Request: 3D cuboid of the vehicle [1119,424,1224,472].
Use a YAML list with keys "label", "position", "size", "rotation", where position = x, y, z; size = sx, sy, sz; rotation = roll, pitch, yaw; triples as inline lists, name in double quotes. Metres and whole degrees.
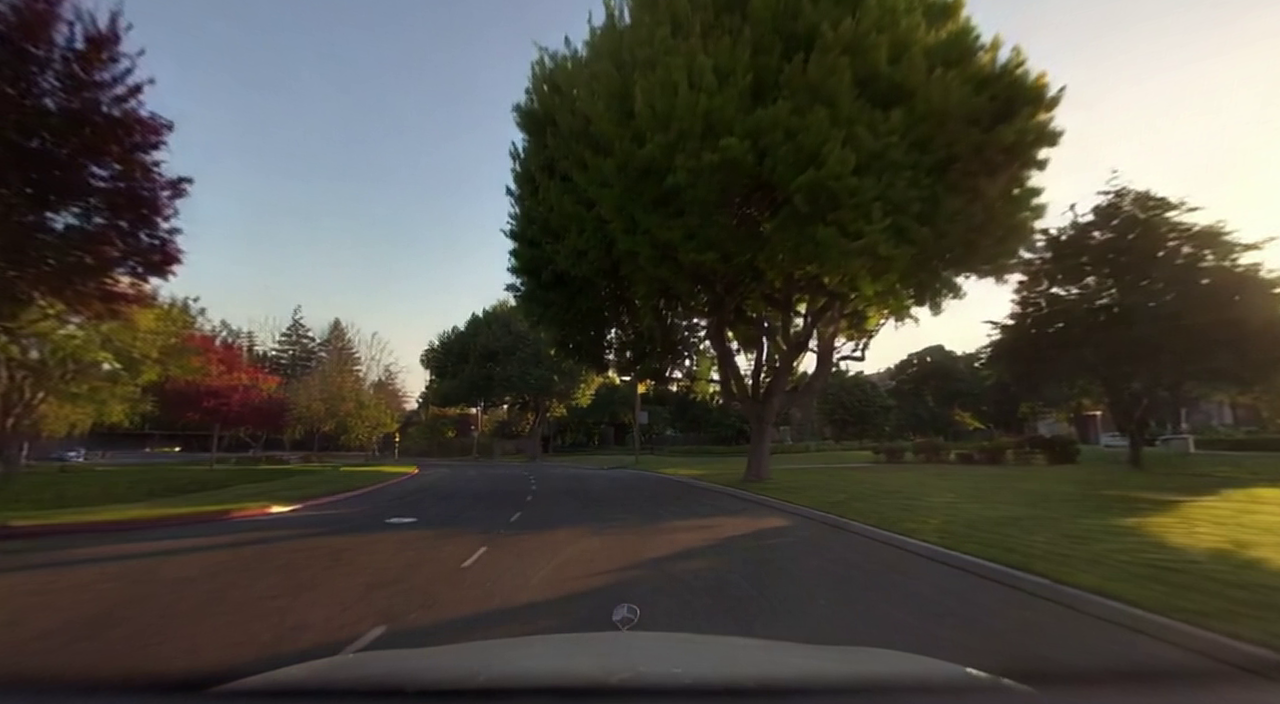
- label: "vehicle"
  position: [31.972, 5.778, 38.139]
  size: [2.572, 2.692, 3.848]
  rotation: [3, -9, -19]
